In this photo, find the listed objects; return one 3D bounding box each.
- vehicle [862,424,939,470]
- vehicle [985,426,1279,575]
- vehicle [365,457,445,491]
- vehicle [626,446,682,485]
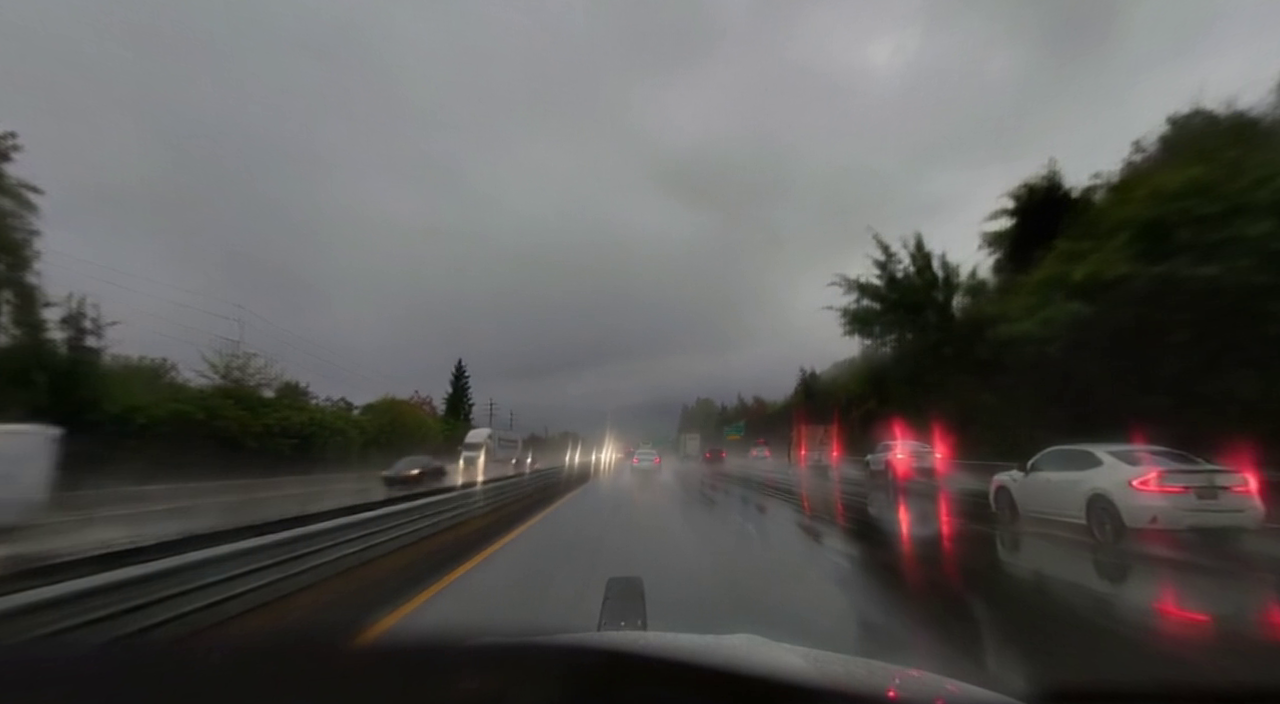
[{"bbox_3d":[14.759,5.450,36.113,2.115,2.446,5.323,0,-9,0],"label":"vehicle"},{"bbox_3d":[7.179,1.883,8.823,1.977,1.502,4.670,0,-9,-1],"label":"vehicle"},{"bbox_3d":[-11.525,5.982,31.281,2.285,1.503,4.397,0,-9,0],"label":"vehicle"},{"bbox_3d":[0.544,4.757,26.682,2.177,1.520,4.278,0,-9,0],"label":"vehicle"}]
